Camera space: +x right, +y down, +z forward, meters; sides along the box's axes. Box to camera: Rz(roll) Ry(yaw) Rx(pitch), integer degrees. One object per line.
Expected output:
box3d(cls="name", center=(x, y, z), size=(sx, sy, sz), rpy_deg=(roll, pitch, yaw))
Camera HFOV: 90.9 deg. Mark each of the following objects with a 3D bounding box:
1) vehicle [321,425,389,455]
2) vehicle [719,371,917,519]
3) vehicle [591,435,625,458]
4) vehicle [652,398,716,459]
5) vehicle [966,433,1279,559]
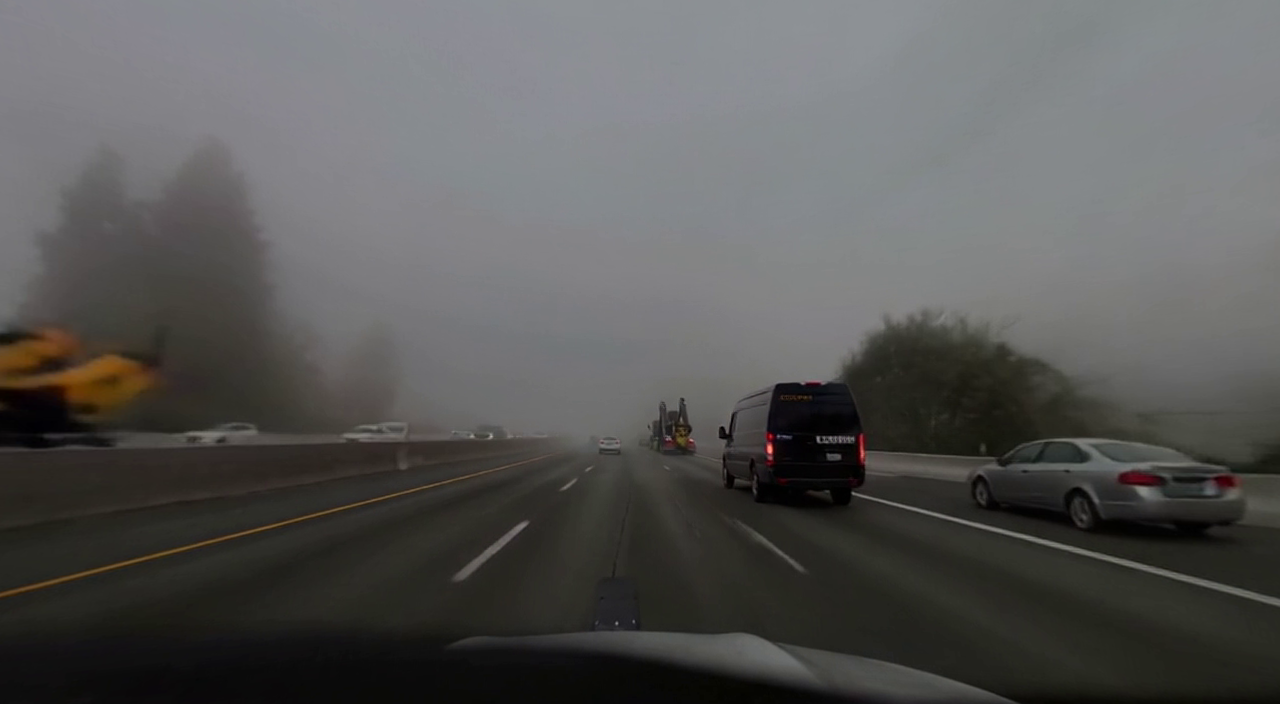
box3d(cls="vehicle", center=(-15.458, 4.785, 34.398), size=(1.855, 1.532, 3.997), rpy_deg=(0, -8, -1))
box3d(cls="vehicle", center=(3.394, 1.974, 13.709), size=(2.386, 2.509, 5.880), rpy_deg=(0, -8, -2))
box3d(cls="vehicle", center=(-2.167, 6.500, 43.650), size=(2.217, 1.502, 4.222), rpy_deg=(0, -8, -2))
box3d(cls="vehicle", center=(2.808, 5.441, 44.062), size=(2.912, 3.738, 10.123), rpy_deg=(1, -8, -5))
box3d(cls="vehicle", center=(7.380, 2.055, 9.925), size=(1.925, 1.490, 4.631), rpy_deg=(0, -8, -1))
